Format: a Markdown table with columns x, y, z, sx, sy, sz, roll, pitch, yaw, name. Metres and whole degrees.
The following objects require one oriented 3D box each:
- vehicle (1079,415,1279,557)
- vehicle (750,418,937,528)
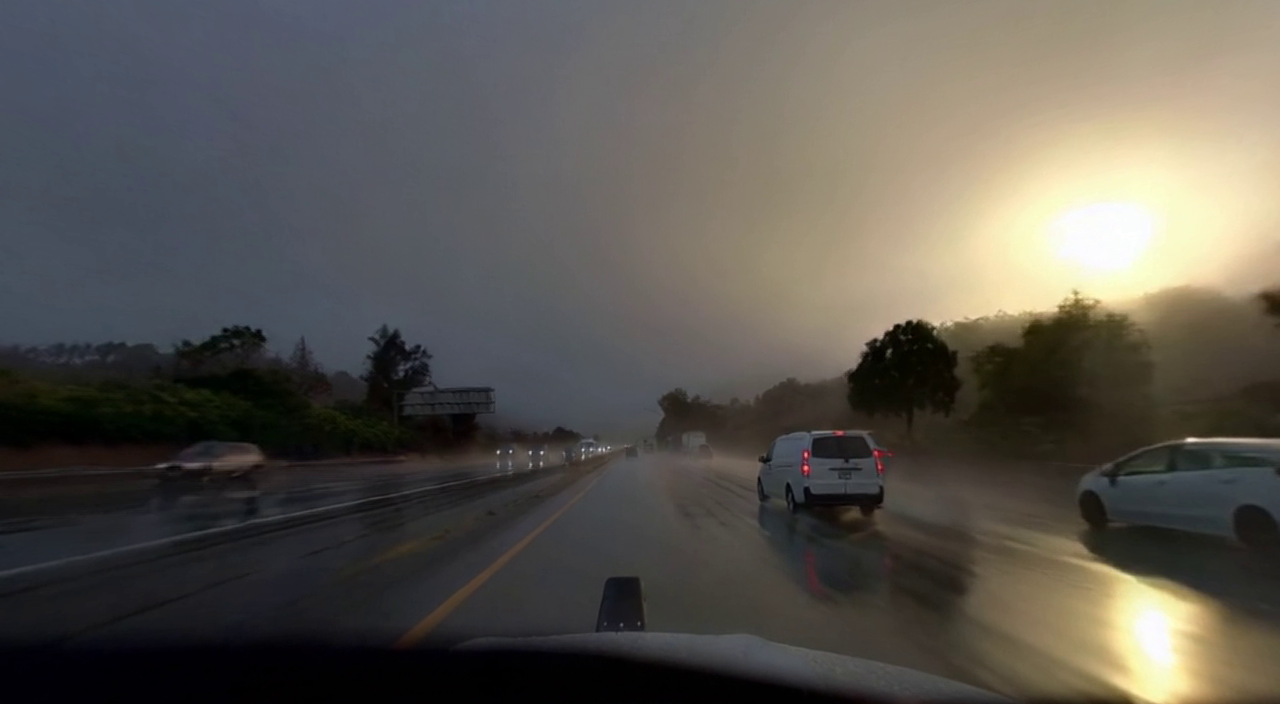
| x | y | z | sx | sy | sz | roll | pitch | yaw | name |
| --- | --- | --- | --- | --- | --- | --- | --- | --- | --- |
| 8.451 | 1.709 | 8.307 | 2.018 | 1.636 | 4.510 | 0 | -9 | -1 | vehicle |
| 3.667 | 2.296 | 12.478 | 2.070 | 1.751 | 4.576 | 0 | -9 | -1 | vehicle |
